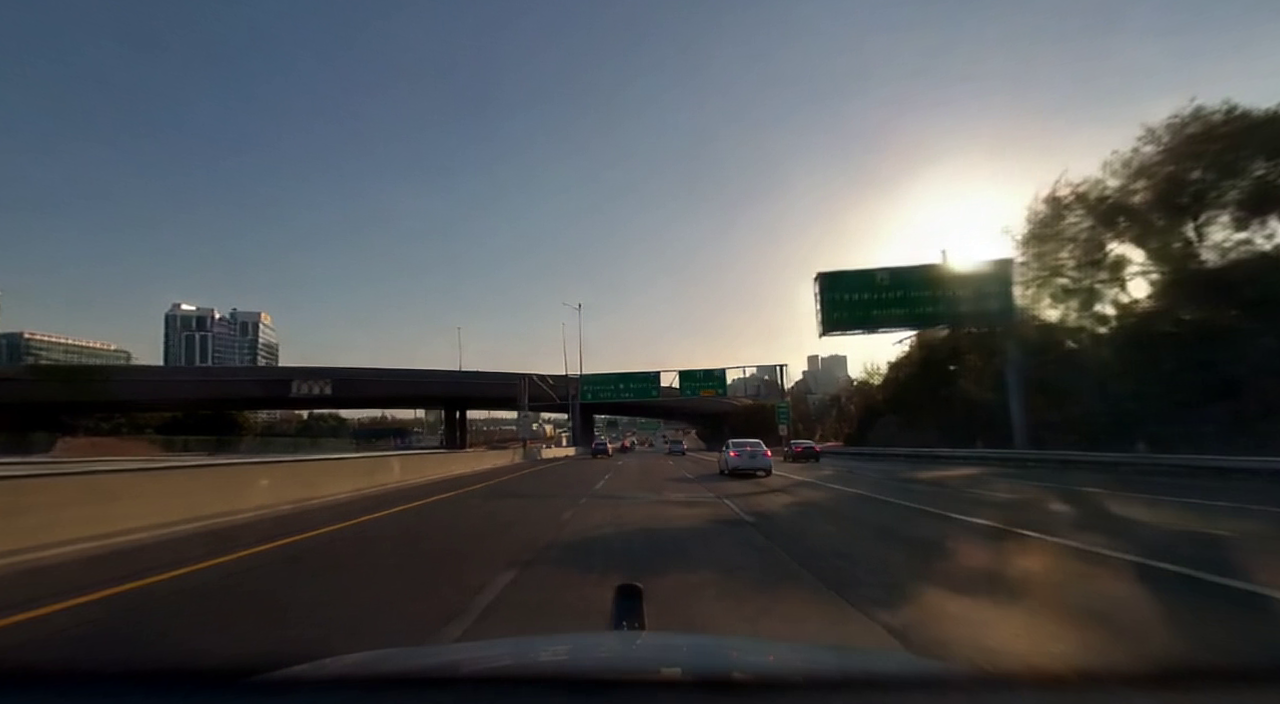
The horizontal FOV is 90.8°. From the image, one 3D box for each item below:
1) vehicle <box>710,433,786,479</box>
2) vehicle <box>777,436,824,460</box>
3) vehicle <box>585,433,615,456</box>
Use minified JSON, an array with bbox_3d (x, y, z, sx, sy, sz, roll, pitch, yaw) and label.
[{"bbox_3d":[3.799,3.762,22.987,1.961,1.504,4.094,0,-8,-1],"label":"vehicle"},{"bbox_3d":[11.011,6.627,43.541,2.019,1.529,4.385,0,-8,-1],"label":"vehicle"},{"bbox_3d":[-3.109,7.269,49.469,2.072,1.730,4.381,0,-8,0],"label":"vehicle"}]
